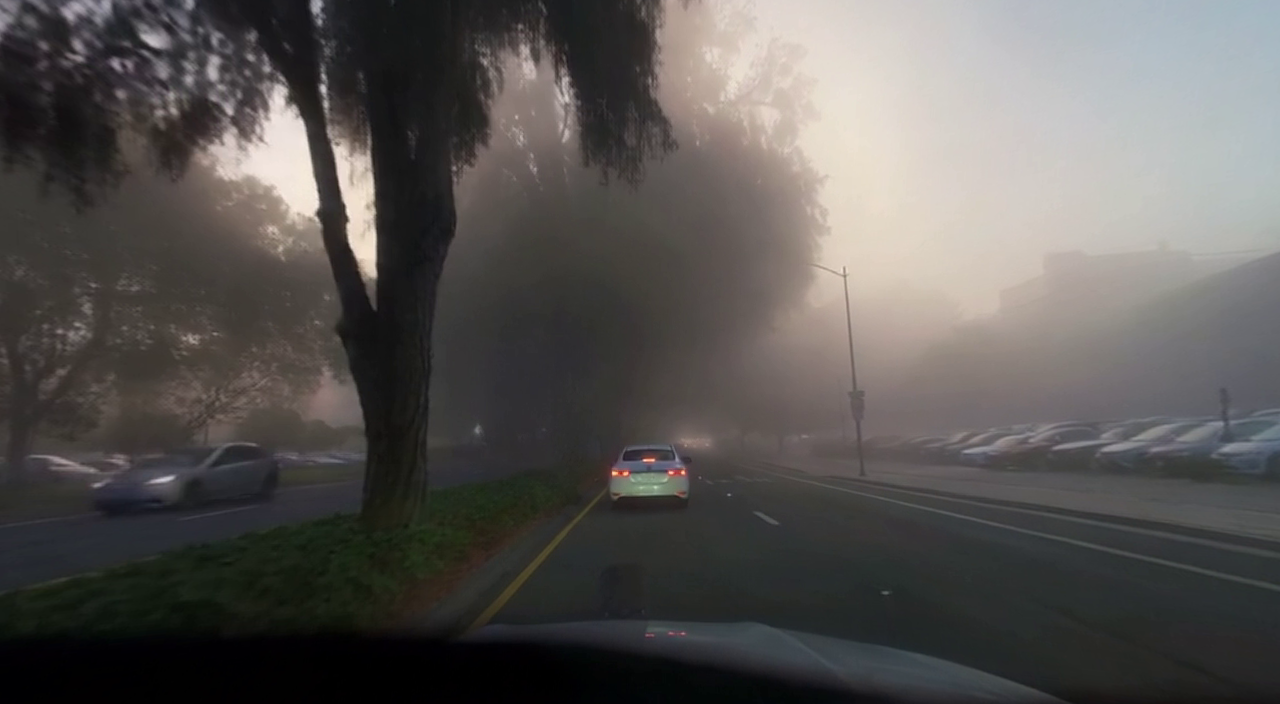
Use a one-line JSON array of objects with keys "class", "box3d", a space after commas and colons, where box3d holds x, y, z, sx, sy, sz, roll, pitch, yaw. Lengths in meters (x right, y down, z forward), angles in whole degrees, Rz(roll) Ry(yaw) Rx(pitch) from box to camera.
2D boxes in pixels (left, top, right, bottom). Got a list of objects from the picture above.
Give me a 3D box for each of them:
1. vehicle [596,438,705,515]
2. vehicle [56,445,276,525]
[{"class": "vehicle", "box3d": [0.162, 2.701, 14.137, 2.093, 1.442, 3.977, 0, -9, -1]}, {"class": "vehicle", "box3d": [-11.867, 3.316, 16.338, 2.066, 1.753, 4.559, 0, -9, 1]}]
